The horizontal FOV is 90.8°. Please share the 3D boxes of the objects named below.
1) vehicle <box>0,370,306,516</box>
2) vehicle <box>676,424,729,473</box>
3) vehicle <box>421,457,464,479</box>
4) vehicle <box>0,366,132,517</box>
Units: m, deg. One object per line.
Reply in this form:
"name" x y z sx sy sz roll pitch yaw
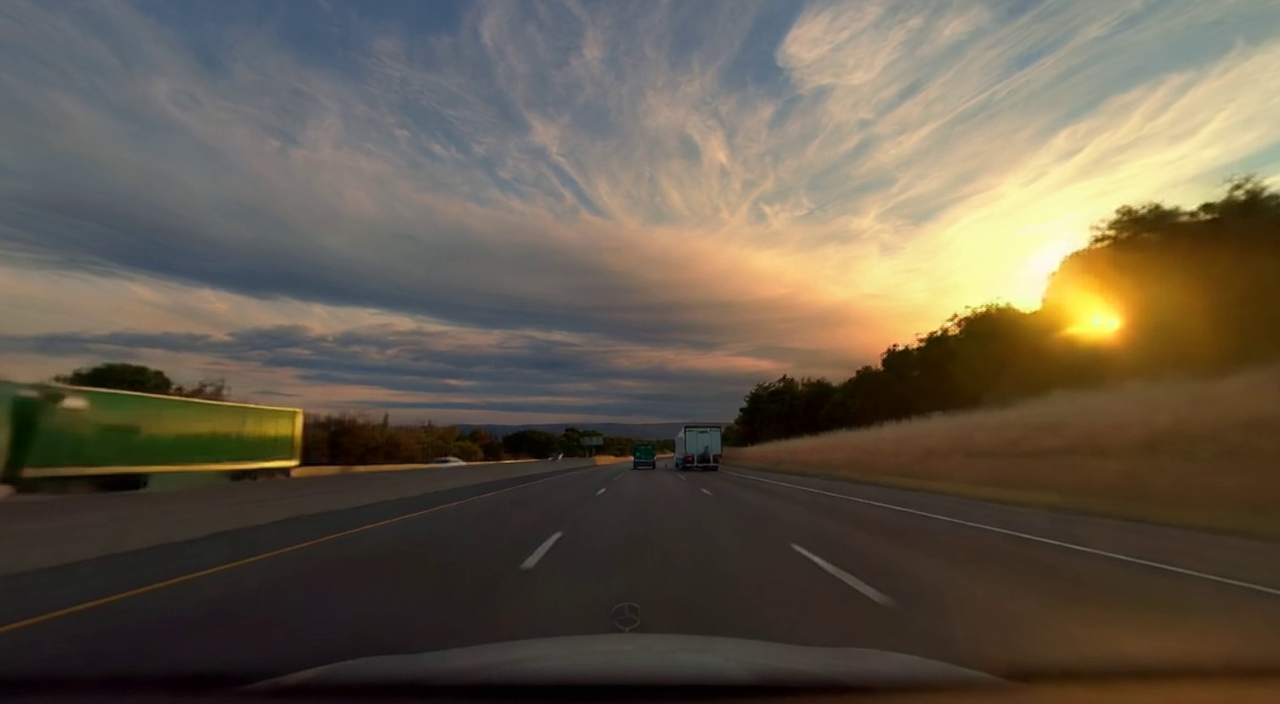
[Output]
"vehicle" -18.684 3.638 24.942 3.069 4.094 14.152 0 -9 1
"vehicle" 4.621 7.455 48.667 2.960 3.381 8.914 0 -9 -1
"vehicle" -14.021 8.215 44.916 1.741 1.435 3.864 0 -9 1
"vehicle" -18.739 2.603 18.186 3.003 4.022 5.860 0 -9 1
